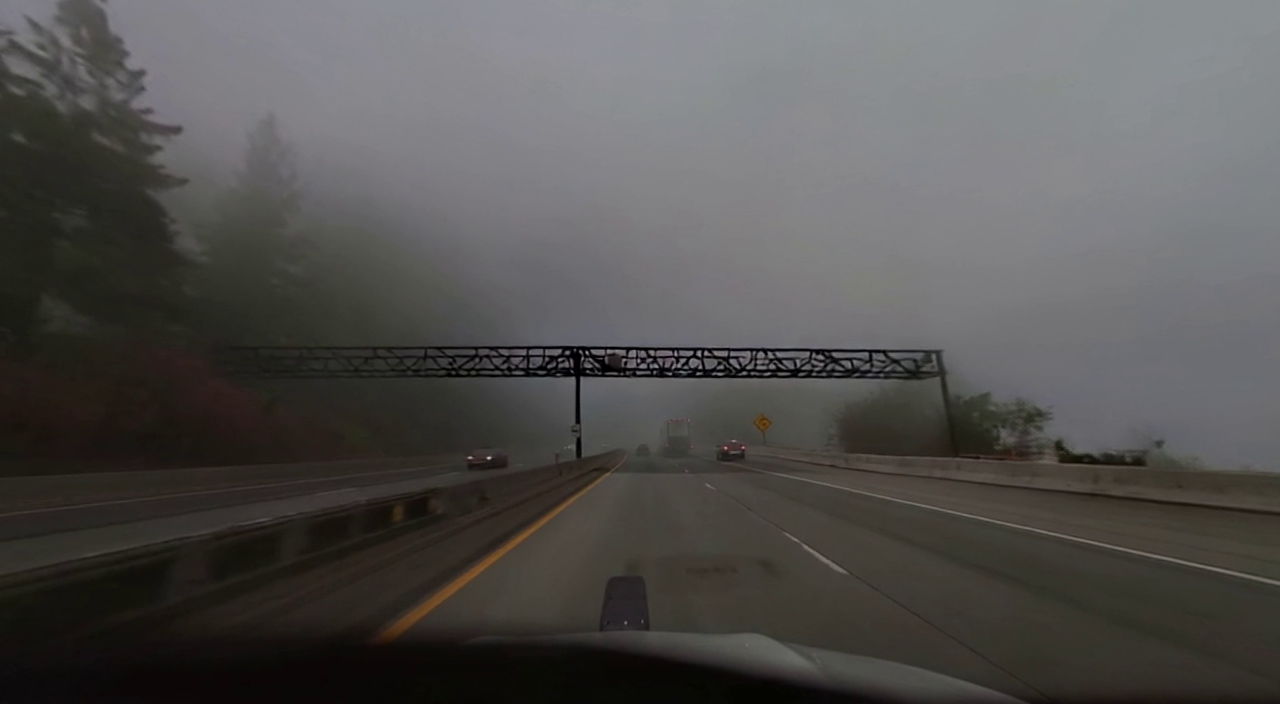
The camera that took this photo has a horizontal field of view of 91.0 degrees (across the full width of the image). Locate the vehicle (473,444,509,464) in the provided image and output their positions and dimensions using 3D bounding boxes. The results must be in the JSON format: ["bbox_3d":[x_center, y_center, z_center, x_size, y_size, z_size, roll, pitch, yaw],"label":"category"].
[{"bbox_3d":[-11.321,7.745,48.043,1.781,1.462,3.694,0,-8,1],"label":"vehicle"}]

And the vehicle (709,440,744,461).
[{"bbox_3d":[6.283,7.203,46.107,2.007,1.470,4.040,0,-8,1],"label":"vehicle"}]
